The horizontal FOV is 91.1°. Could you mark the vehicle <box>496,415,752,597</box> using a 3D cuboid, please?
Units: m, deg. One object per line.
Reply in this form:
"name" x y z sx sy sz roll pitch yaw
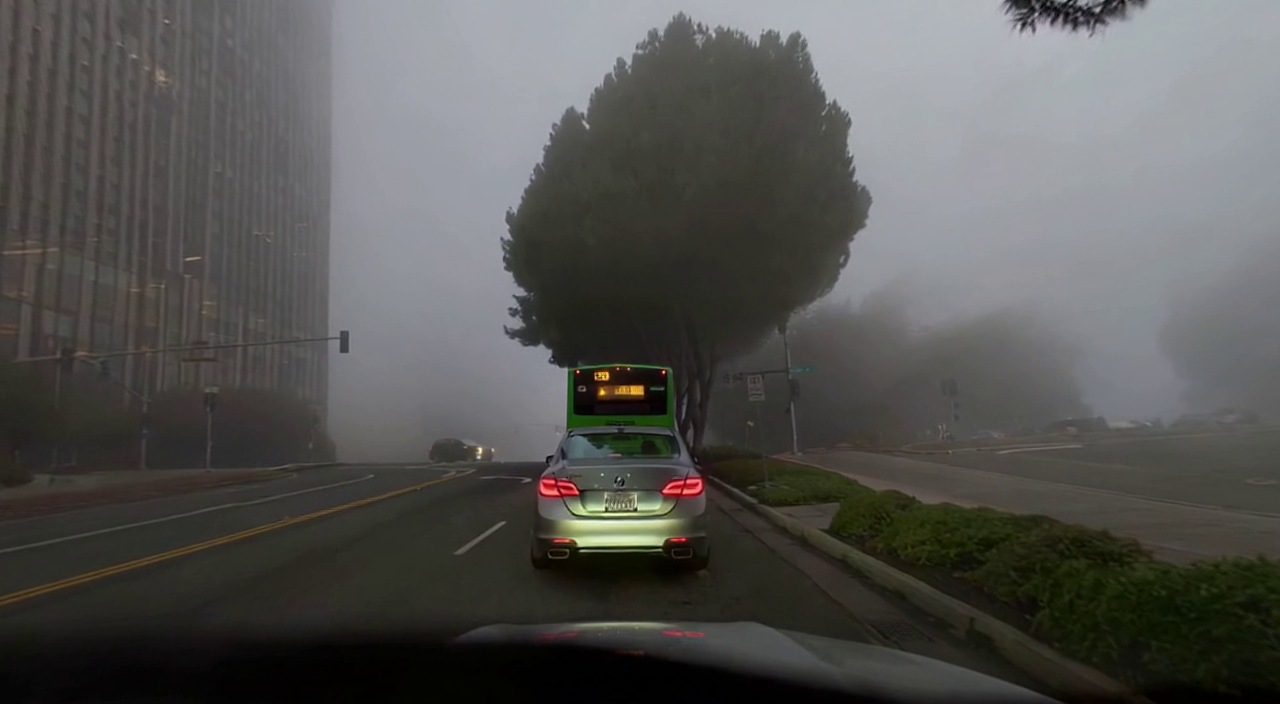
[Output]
"vehicle" -0.181 1.508 7.109 2.064 1.452 3.942 0 -8 -2
